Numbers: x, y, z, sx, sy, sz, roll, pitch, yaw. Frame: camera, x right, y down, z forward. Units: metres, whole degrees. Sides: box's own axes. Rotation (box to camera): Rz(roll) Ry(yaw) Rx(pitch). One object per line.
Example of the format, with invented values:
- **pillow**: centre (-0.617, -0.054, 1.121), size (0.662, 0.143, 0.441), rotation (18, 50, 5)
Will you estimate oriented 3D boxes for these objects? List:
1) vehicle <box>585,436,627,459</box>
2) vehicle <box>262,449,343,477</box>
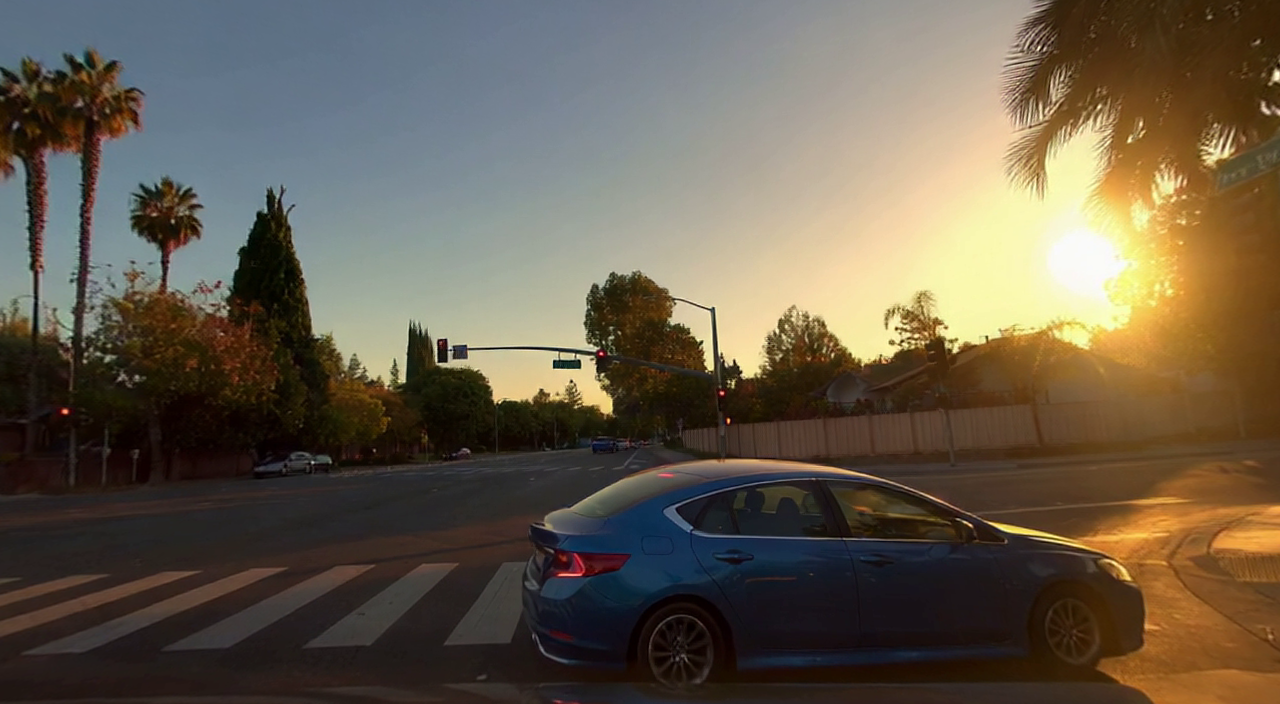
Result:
- **vehicle**: centre (-2.358, 6.854, 45.468), size (2.083, 1.541, 4.777), rotation (-2, -9, 9)
- **vehicle**: centre (-20.005, 6.541, 37.676), size (2.084, 1.528, 4.778), rotation (-1, -9, 2)
